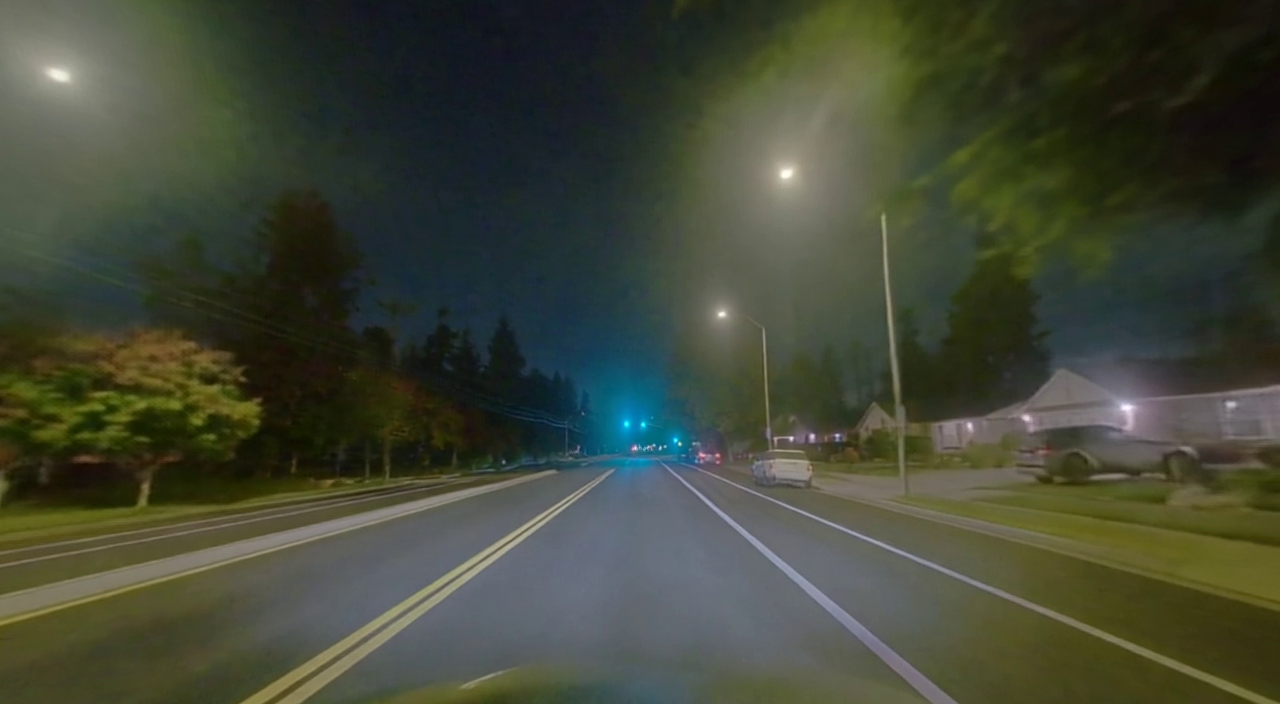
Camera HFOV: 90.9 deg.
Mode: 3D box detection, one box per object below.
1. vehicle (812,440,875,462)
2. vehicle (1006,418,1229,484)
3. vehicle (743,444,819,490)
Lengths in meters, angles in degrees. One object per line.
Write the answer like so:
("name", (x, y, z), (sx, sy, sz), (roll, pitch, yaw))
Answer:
("vehicle", (14.253, 6.962, 44.316), (3.745, 1.540, 1.951), (0, -9, 1))
("vehicle", (12.849, 2.702, 17.218), (4.476, 1.686, 1.878), (0, -9, 1))
("vehicle", (5.172, 4.257, 23.695), (1.955, 1.549, 4.129), (0, -9, 1))
